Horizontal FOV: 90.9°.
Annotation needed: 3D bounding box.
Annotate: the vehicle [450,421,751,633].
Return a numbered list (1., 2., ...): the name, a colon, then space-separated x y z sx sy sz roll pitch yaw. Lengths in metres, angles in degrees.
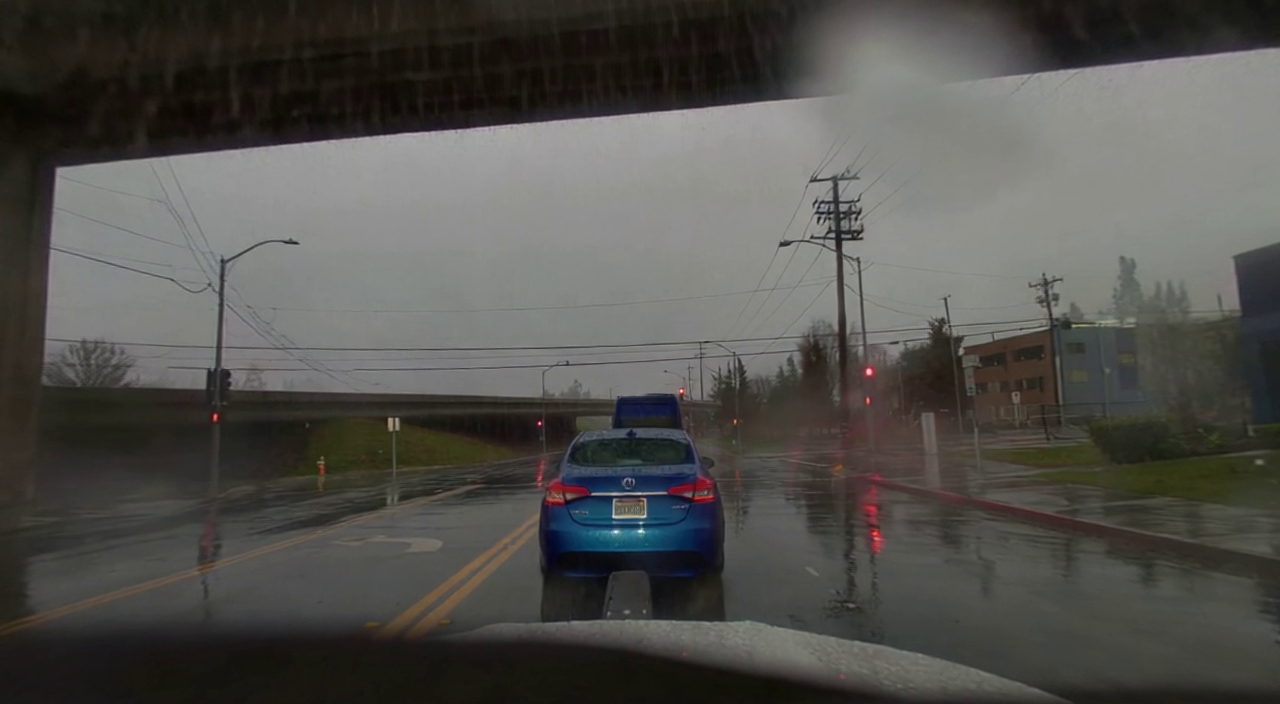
1. vehicle: -0.241 1.529 6.473 2.090 1.458 4.033 -1 -9 1
